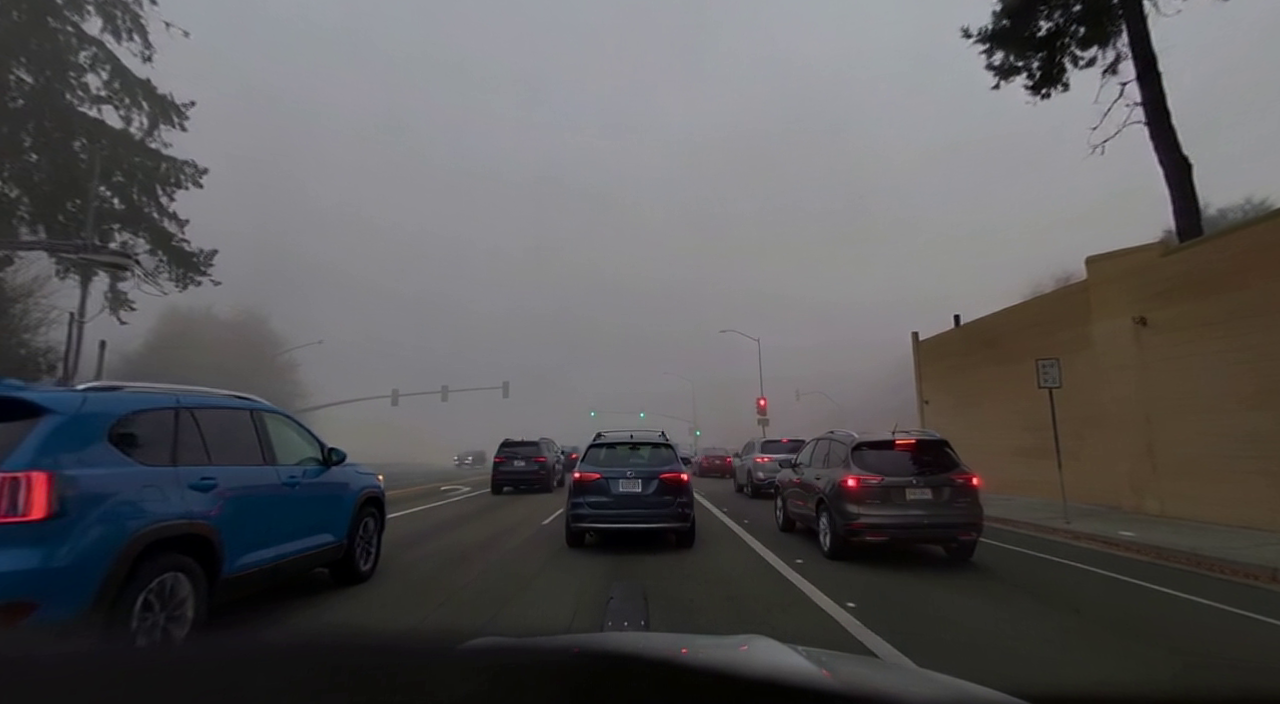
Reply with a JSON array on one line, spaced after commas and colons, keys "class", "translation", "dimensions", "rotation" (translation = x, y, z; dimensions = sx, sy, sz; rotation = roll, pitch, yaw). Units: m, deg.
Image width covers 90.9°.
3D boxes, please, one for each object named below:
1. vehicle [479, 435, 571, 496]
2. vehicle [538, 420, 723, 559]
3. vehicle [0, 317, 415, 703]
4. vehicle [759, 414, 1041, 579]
[{"class": "vehicle", "translation": [-3.622, 3.672, 20.784], "dimensions": [2.067, 1.759, 4.631], "rotation": [0, -8, 1]}, {"class": "vehicle", "translation": [-0.089, 1.967, 9.714], "dimensions": [2.245, 1.677, 3.913], "rotation": [0, -8, 1]}, {"class": "vehicle", "translation": [-3.589, 1.122, 4.818], "dimensions": [2.070, 1.913, 4.450], "rotation": [0, -8, 0]}, {"class": "vehicle", "translation": [3.119, 1.818, 8.767], "dimensions": [2.029, 1.702, 4.281], "rotation": [0, -8, -1]}]
